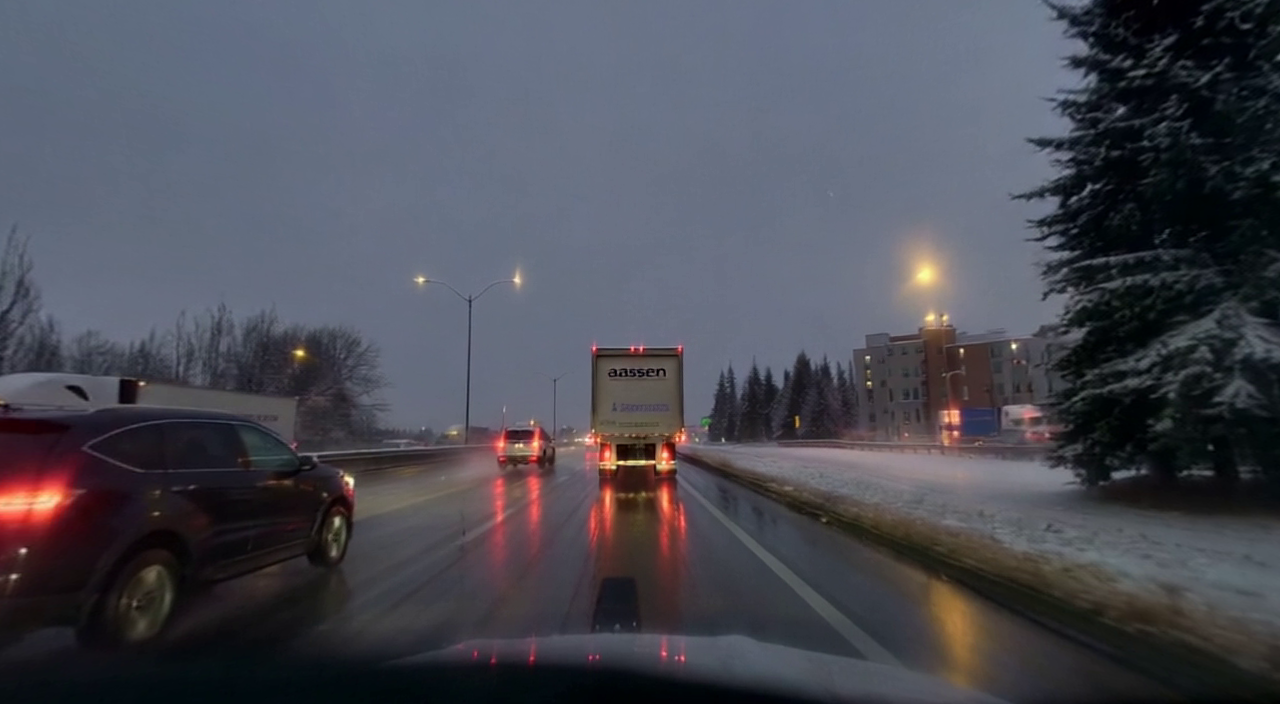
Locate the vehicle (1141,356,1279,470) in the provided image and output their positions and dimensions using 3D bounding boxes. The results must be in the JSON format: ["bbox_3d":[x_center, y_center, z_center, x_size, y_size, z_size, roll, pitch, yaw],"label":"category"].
[{"bbox_3d":[19.115,1.905,19.115,2.595,3.137,6.079,0,-7,0],"label":"vehicle"}]

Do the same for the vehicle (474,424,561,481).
[{"bbox_3d":[-3.728,3.135,19.918,1.946,1.599,4.073,0,-8,0],"label":"vehicle"}]

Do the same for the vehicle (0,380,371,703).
[{"bbox_3d":[-3.697,1.071,4.067,1.964,1.507,4.361,0,-8,0],"label":"vehicle"}]

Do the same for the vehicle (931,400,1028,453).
[{"bbox_3d":[18.927,4.251,35.474,2.432,2.753,5.388,0,-8,1],"label":"vehicle"}]

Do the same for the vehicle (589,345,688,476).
[{"bbox_3d":[-0.103,2.602,25.822,3.171,4.204,11.036,0,-8,0],"label":"vehicle"}]

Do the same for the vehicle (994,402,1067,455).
[{"bbox_3d":[19.606,3.850,31.708,1.658,2.523,2.851,0,-8,-1],"label":"vehicle"}]

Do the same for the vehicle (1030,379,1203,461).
[{"bbox_3d":[19.347,2.888,26.069,2.443,3.006,5.844,0,-8,0],"label":"vehicle"}]

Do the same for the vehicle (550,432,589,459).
[{"bbox_3d":[-4.200,5.639,38.113,1.921,1.524,3.912,0,-8,0],"label":"vehicle"}]
